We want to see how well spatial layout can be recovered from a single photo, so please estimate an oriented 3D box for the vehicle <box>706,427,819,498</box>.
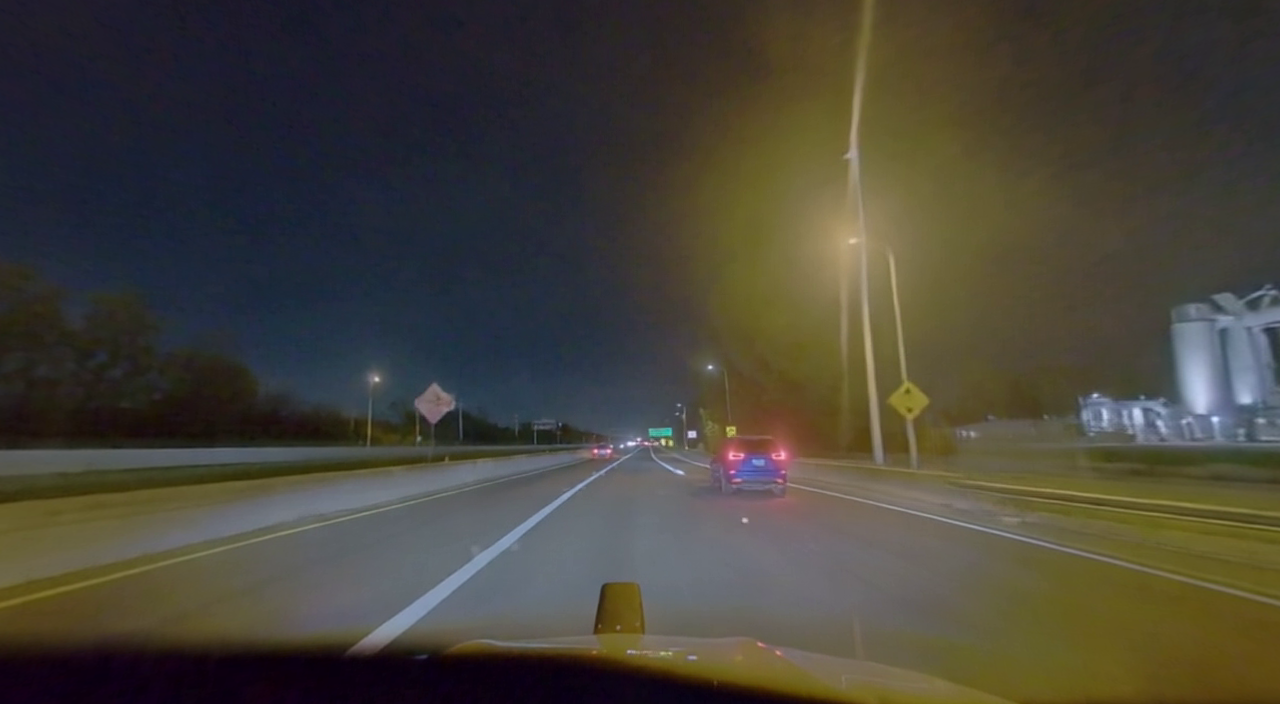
[{"bbox_3d":[3.376,3.198,18.600,2.296,1.790,5.067,0,-9,0],"label":"vehicle"}]
